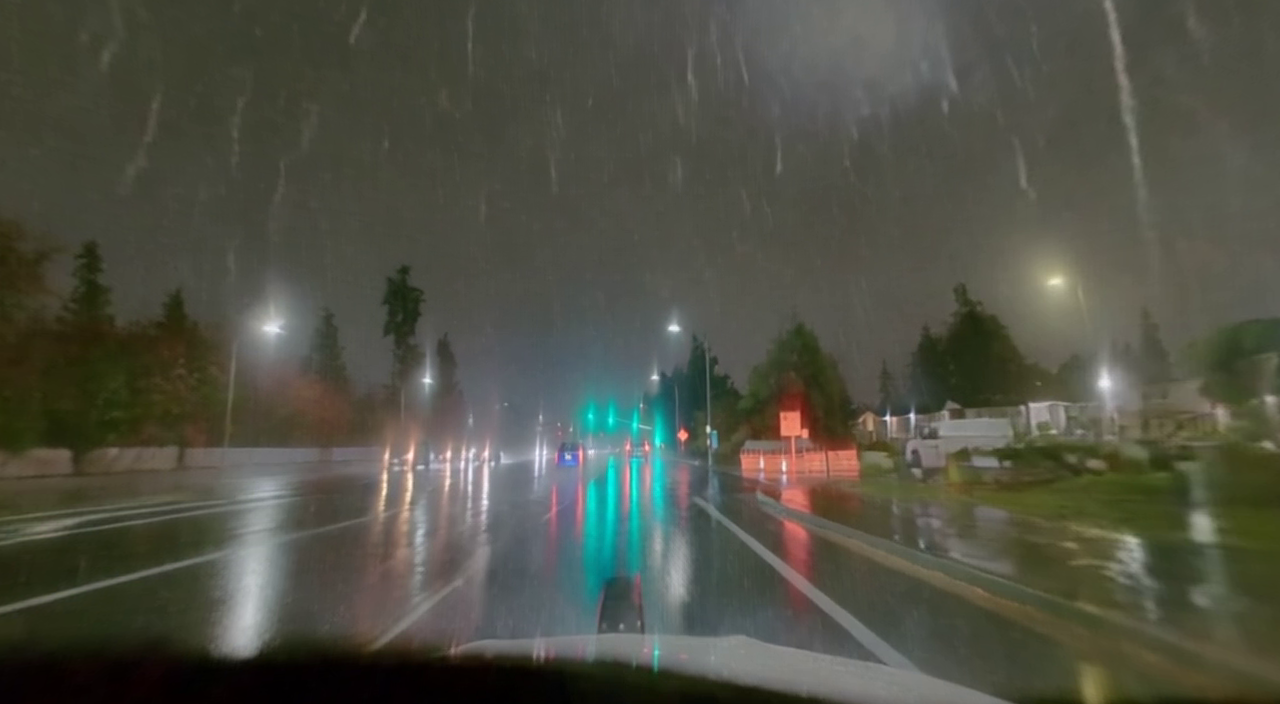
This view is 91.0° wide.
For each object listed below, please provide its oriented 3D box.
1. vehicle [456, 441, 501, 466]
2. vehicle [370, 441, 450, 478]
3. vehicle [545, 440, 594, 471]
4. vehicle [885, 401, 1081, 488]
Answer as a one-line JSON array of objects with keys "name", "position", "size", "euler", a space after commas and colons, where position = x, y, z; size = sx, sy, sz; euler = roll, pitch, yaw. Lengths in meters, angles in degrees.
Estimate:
[{"name": "vehicle", "position": [-11.300, 7.124, 44.350], "size": [2.014, 1.674, 4.337], "euler": [0, -9, -1]}, {"name": "vehicle", "position": [-10.650, 4.994, 29.535], "size": [2.009, 1.541, 4.753], "euler": [0, -9, -1]}, {"name": "vehicle", "position": [-3.994, 5.972, 36.445], "size": [2.198, 1.663, 4.519], "euler": [0, -9, 2]}, {"name": "vehicle", "position": [9.087, 2.574, 17.558], "size": [2.352, 1.991, 5.862], "euler": [0, -8, 2]}]
